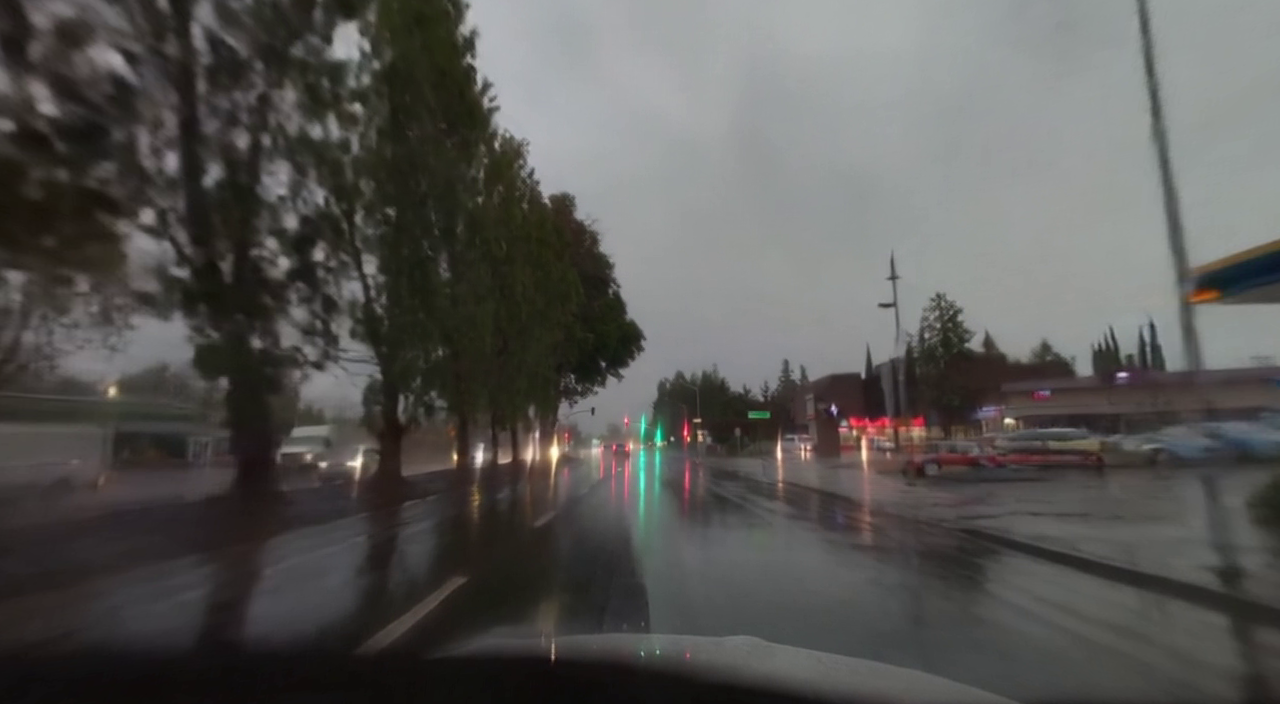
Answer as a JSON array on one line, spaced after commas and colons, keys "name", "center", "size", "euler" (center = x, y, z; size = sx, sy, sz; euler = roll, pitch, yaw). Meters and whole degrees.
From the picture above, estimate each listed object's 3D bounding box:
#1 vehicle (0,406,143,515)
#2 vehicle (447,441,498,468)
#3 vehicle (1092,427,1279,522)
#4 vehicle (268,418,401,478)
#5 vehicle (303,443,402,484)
[{"name": "vehicle", "center": [-18.993, 3.157, 18.401], "size": [2.837, 2.953, 7.214], "euler": [0, -9, 2]}, {"name": "vehicle", "center": [-11.033, 6.767, 41.874], "size": [2.078, 1.656, 4.624], "euler": [0, -9, 1]}, {"name": "vehicle", "center": [11.345, 2.190, 11.748], "size": [4.274, 1.487, 1.918], "euler": [-2, -8, 1]}, {"name": "vehicle", "center": [-18.849, 6.093, 40.024], "size": [2.958, 3.304, 10.523], "euler": [0, -9, 1]}, {"name": "vehicle", "center": [-11.416, 4.453, 25.433], "size": [1.860, 1.495, 4.409], "euler": [0, -9, 1]}]
